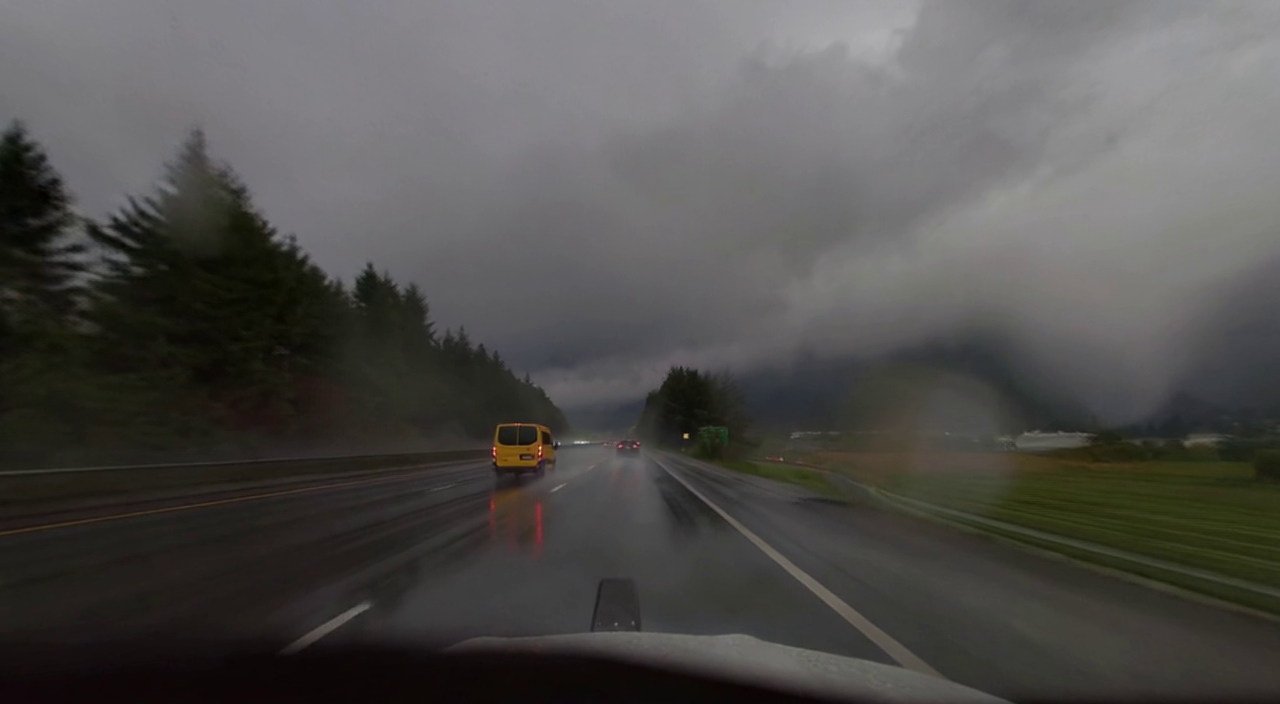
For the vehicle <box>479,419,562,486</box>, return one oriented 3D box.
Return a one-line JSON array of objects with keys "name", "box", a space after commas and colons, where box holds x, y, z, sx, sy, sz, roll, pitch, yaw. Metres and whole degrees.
[{"name": "vehicle", "box": [-4.016, 3.473, 22.000, 1.976, 2.029, 4.737, -1, -8, 0]}]
